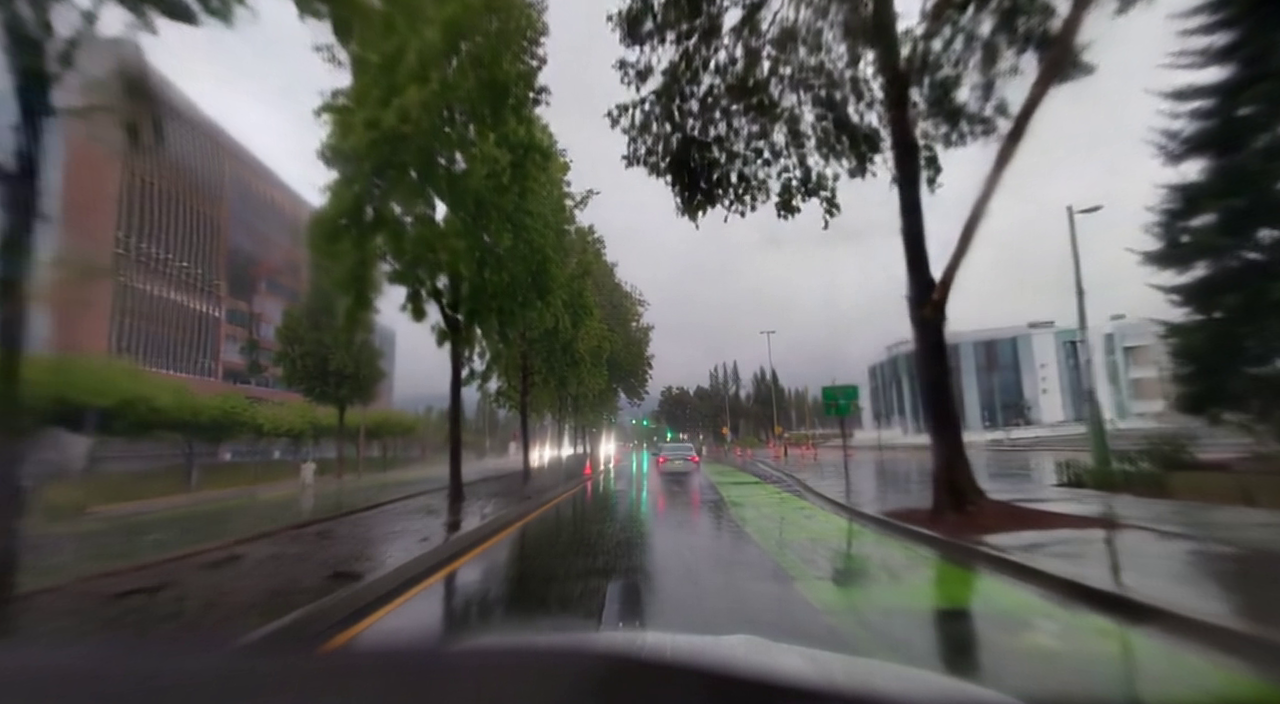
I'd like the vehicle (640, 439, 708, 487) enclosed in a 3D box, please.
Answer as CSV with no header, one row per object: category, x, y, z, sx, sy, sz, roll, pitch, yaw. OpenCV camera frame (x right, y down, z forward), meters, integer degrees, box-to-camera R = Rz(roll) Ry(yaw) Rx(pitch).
vehicle,1.119,3.786,21.881,2.114,1.493,4.430,0,-8,2
